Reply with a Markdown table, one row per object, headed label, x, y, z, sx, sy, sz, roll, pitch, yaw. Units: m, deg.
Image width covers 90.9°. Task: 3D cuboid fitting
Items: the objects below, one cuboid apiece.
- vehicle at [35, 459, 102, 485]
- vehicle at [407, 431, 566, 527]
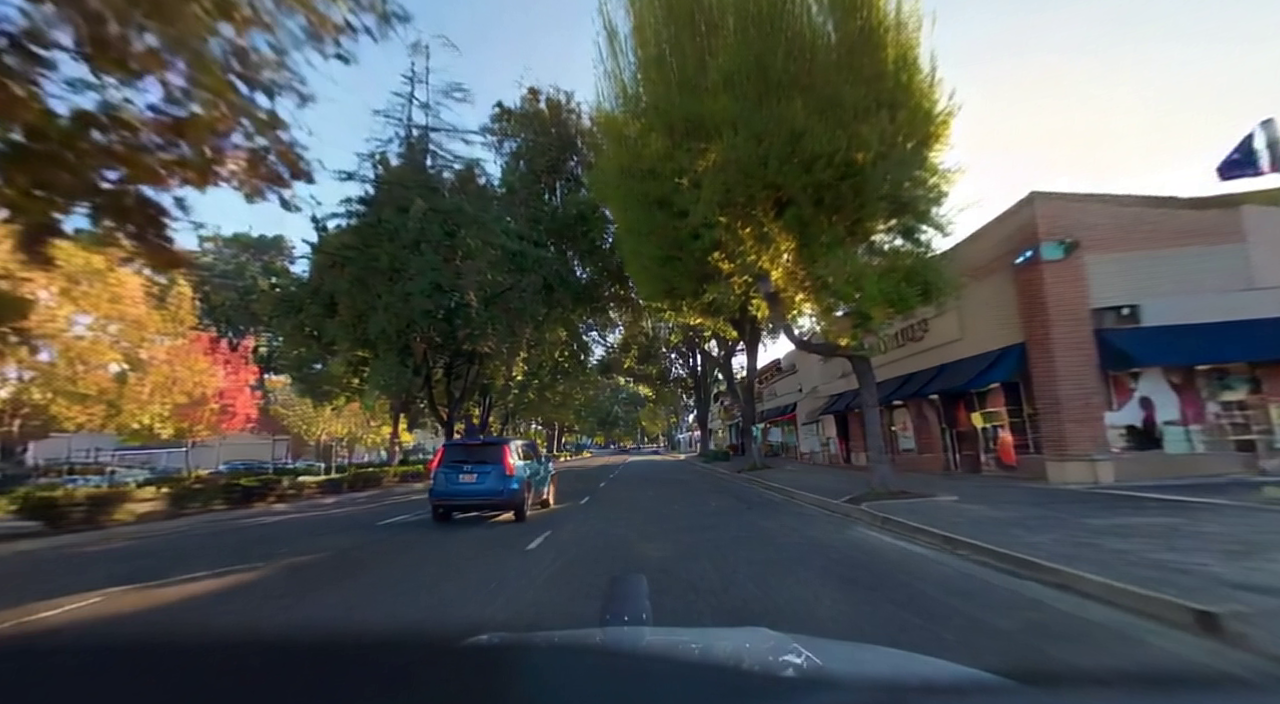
| label | x | y | z | sx | sy | sz | roll | pitch | yaw |
| --- | --- | --- | --- | --- | --- | --- | --- | --- | --- |
| vehicle | -43.144 | 9.046 | 47.687 | 1.953 | 1.686 | 4.480 | 2 | -9 | -17 |
| vehicle | -2.929 | 2.530 | 13.121 | 2.127 | 1.654 | 4.121 | 0 | -8 | 2 |
